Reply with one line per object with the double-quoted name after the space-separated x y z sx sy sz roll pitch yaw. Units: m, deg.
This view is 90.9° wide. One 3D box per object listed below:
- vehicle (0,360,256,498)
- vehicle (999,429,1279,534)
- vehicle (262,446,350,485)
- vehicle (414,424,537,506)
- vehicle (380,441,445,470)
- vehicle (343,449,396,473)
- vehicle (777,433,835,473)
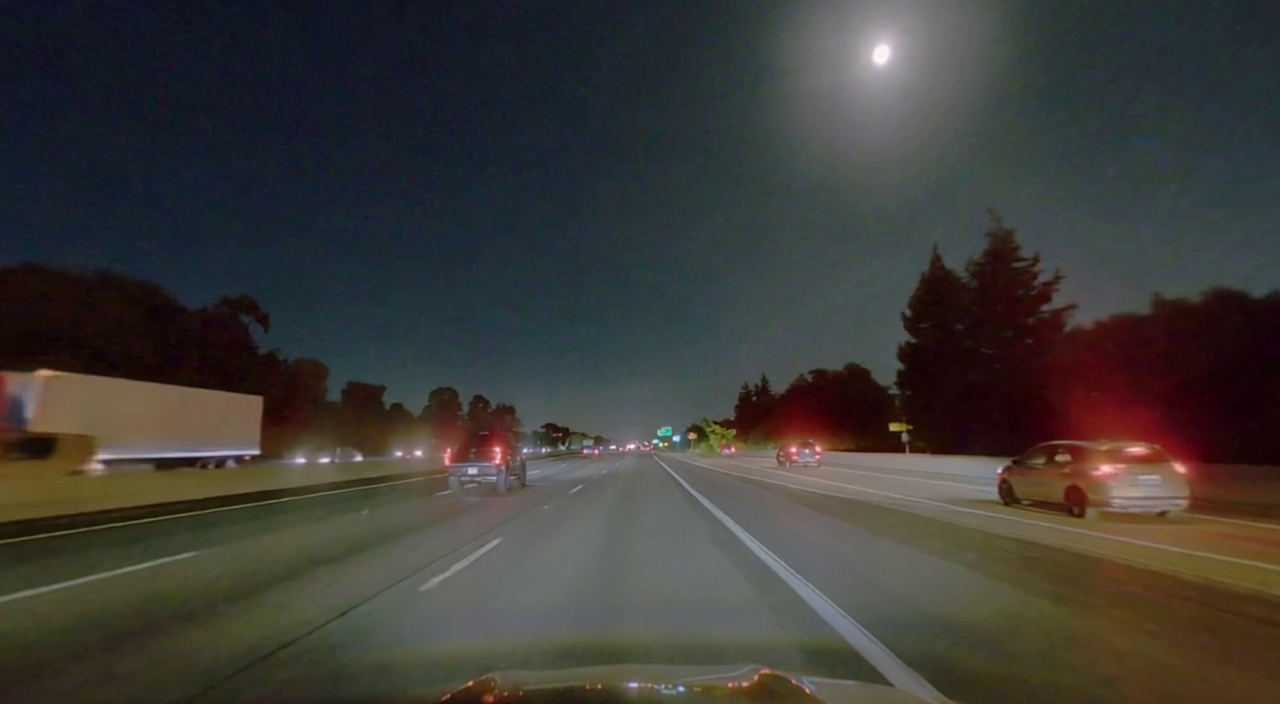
-24.992 3.780 29.363 3.645 4.961 16.706 0 -9 0 "vehicle"
9.199 2.382 12.177 1.971 1.638 4.295 0 -9 0 "vehicle"
-17.084 5.788 32.530 2.042 1.826 4.395 0 -9 1 "vehicle"
-4.293 3.047 17.388 1.994 1.911 4.819 0 -9 1 "vehicle"
-17.077 7.805 47.784 2.477 2.066 5.967 0 -9 2 "vehicle"
-20.692 8.333 48.412 1.929 1.710 4.688 0 -9 1 "vehicle"
9.533 5.857 36.713 2.061 2.115 4.635 0 -9 0 "vehicle"
